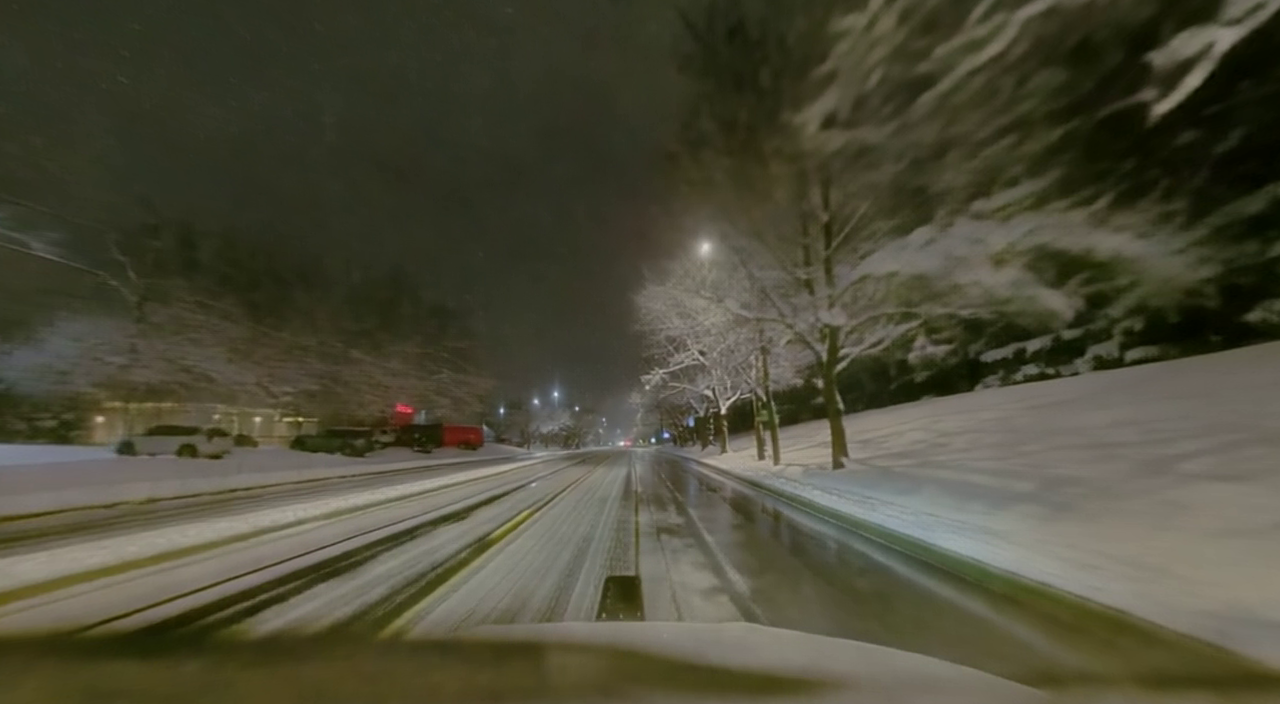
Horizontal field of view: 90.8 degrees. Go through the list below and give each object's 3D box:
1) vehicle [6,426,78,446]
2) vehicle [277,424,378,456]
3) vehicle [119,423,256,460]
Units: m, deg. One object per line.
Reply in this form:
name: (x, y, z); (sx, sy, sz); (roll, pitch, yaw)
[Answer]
vehicle: (-44.697, 6.284, 47.314); (1.724, 1.442, 4.416); (2, -8, -11)
vehicle: (-19.439, 5.501, 39.459); (5.109, 1.891, 2.206); (0, -8, -1)
vehicle: (-18.507, 3.691, 25.957); (4.238, 1.459, 1.753); (0, -9, 1)
